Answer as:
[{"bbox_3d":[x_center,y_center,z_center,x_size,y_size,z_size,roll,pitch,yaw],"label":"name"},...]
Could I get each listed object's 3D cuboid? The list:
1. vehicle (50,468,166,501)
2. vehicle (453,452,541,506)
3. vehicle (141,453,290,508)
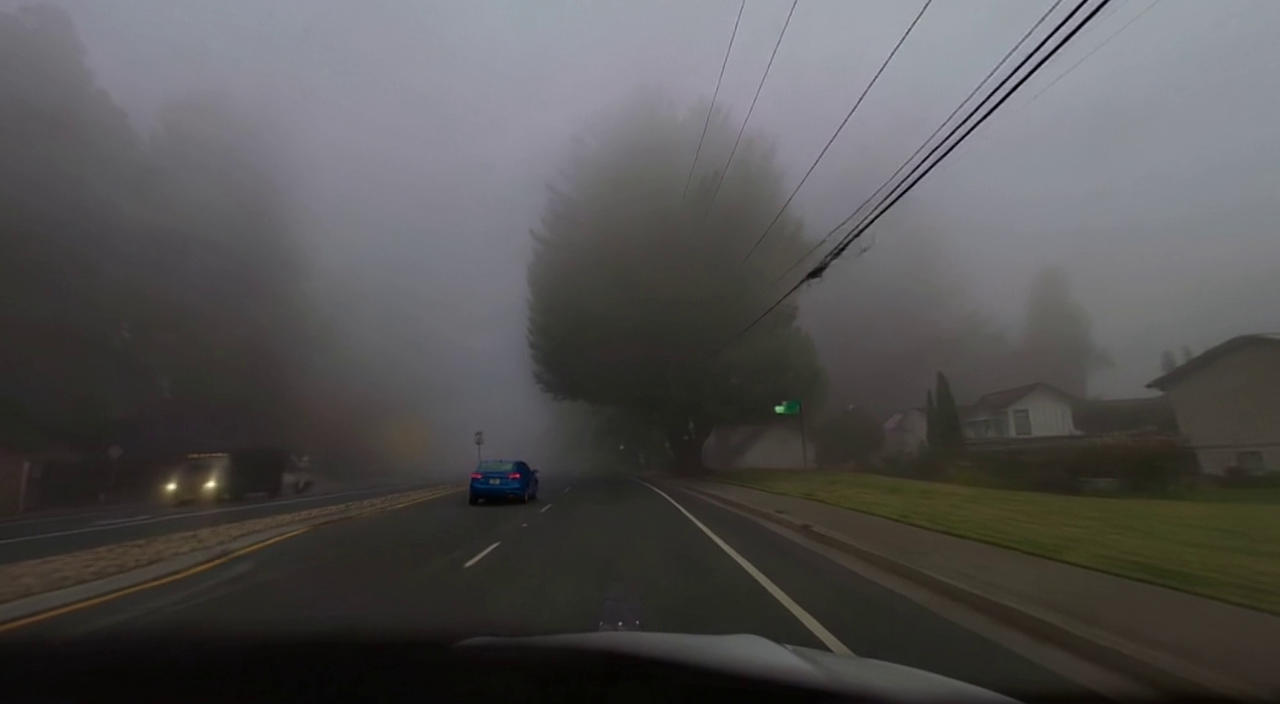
[{"bbox_3d":[-30.516,7.609,36.412,4.582,1.683,1.974,2,-9,-13],"label":"vehicle"},{"bbox_3d":[-4.539,4.079,20.816,1.980,1.508,4.502,0,-9,-2],"label":"vehicle"},{"bbox_3d":[-18.538,5.575,28.155,2.544,2.065,6.253,0,-9,-3],"label":"vehicle"}]
